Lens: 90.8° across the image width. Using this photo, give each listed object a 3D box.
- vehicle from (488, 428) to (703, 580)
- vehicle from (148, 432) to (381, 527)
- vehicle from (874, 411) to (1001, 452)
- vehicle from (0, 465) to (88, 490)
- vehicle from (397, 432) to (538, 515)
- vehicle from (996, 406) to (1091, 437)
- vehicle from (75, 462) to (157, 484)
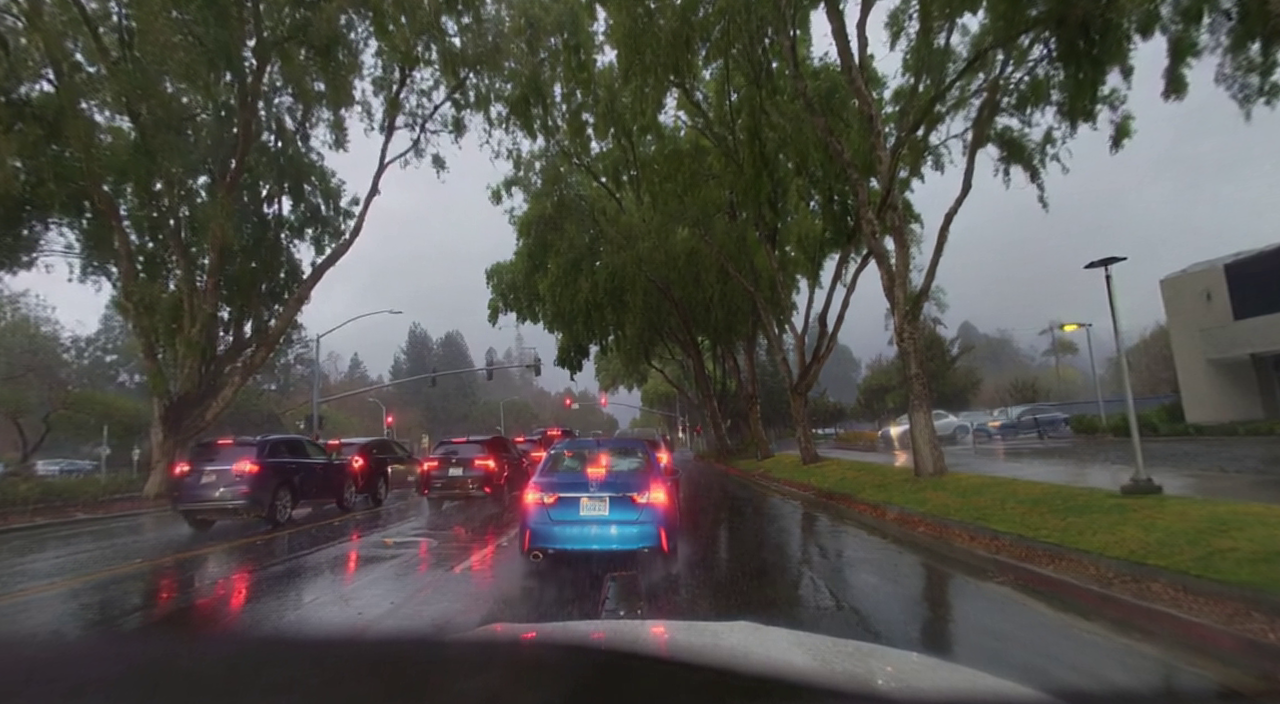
[{"bbox_3d":[-0.423,1.797,8.234,2.104,1.472,3.946,0,-9,0],"label":"vehicle"},{"bbox_3d":[-7.284,2.505,12.944,2.096,1.593,4.288,0,-9,1],"label":"vehicle"},{"bbox_3d":[13.932,3.774,29.831,4.975,1.809,1.956,0,-9,1],"label":"vehicle"},{"bbox_3d":[-36.618,7.634,38.536,4.093,1.440,1.804,0,-9,0],"label":"vehicle"},{"bbox_3d":[-3.631,2.637,14.148,1.969,1.570,4.019,0,-9,1],"label":"vehicle"},{"bbox_3d":[28.506,4.950,44.891,5.333,1.880,2.130,-7,-9,26],"label":"vehicle"},{"bbox_3d":[-36.354,8.368,43.886,3.918,1.423,1.861,0,-9,-1],"label":"vehicle"}]
